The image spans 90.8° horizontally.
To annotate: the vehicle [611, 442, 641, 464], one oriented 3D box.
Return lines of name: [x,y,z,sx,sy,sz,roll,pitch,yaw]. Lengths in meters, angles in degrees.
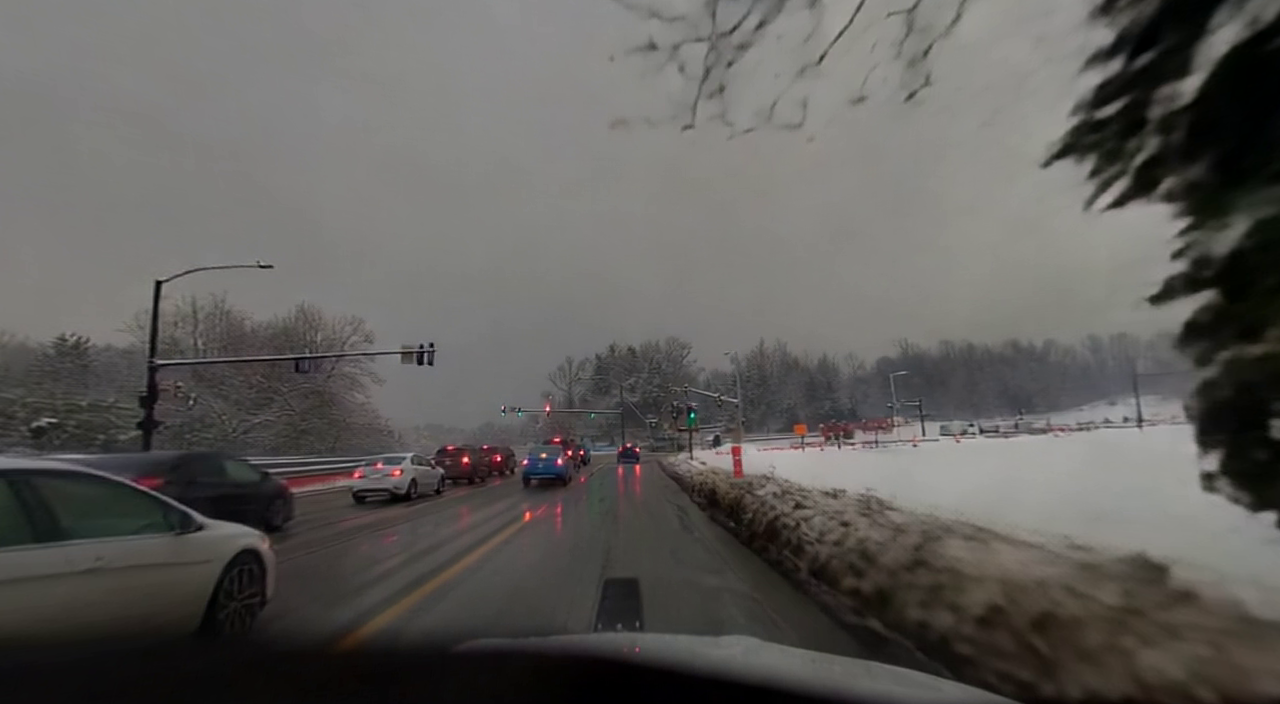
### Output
vehicle: [-1.026,7.566,47.335,2.183,1.506,4.286,0,-9,-1]

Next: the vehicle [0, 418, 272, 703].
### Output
vehicle: [-3.864,1.035,2.512,2.026,1.497,4.577,-2,-9,1]

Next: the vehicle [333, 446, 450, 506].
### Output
vehicle: [-7.364,3.680,19.231,1.900,1.507,4.285,-3,-9,-1]

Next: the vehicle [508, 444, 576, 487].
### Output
vehicle: [-3.660,4.315,24.352,2.042,1.441,4.172,-1,-9,-1]
